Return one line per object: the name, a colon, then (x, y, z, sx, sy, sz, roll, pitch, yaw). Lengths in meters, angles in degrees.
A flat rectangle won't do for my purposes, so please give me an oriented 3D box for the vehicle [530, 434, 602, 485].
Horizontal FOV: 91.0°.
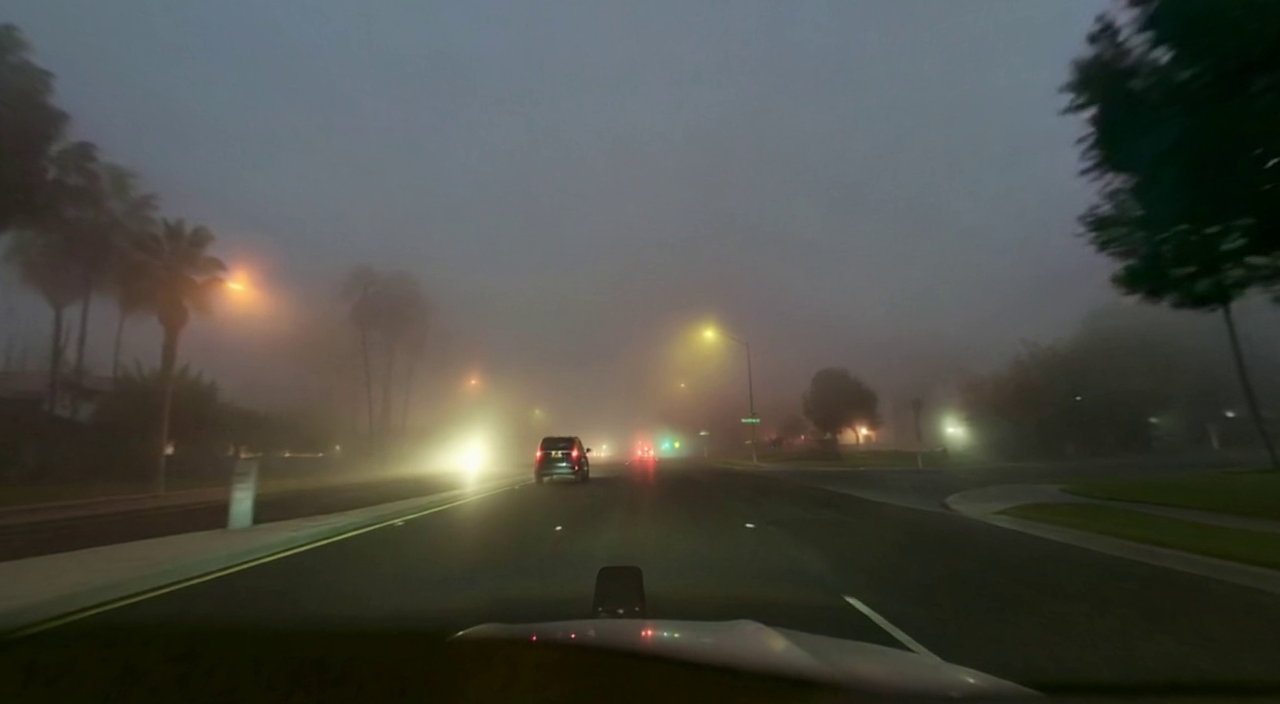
vehicle: (-3.041, 4.593, 27.192, 2.370, 1.968, 5.698, 0, -9, 1)
